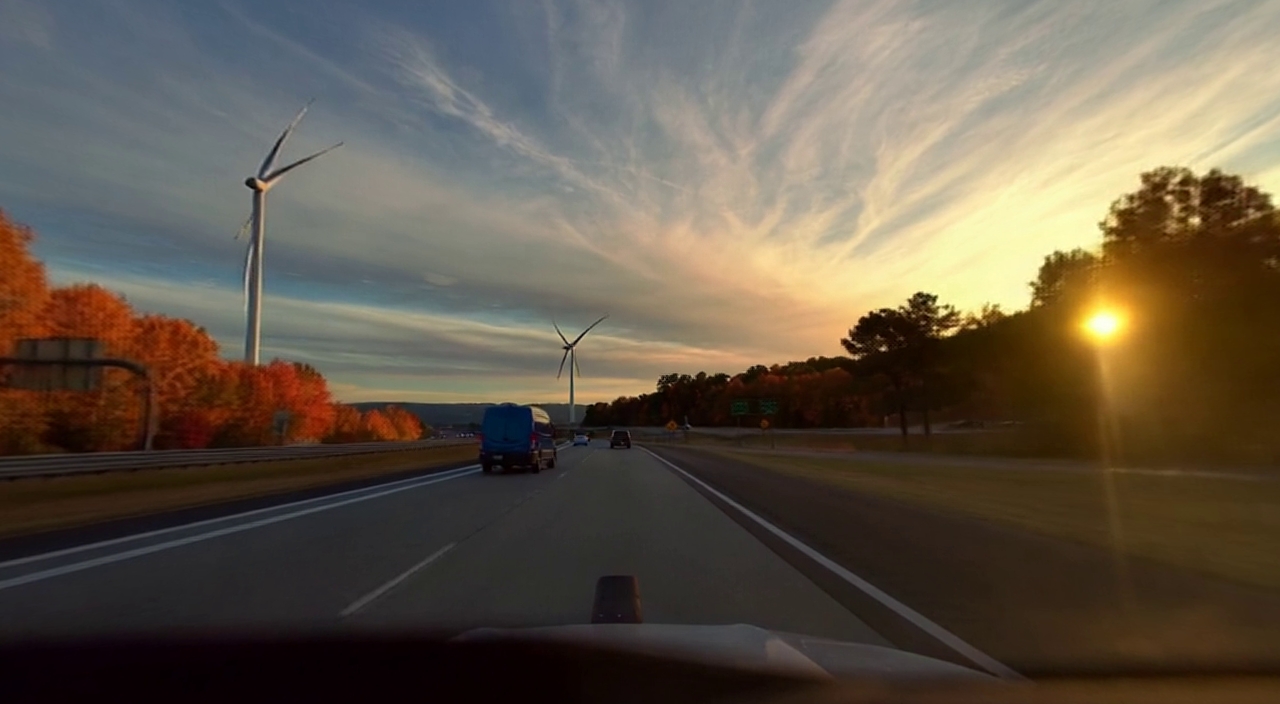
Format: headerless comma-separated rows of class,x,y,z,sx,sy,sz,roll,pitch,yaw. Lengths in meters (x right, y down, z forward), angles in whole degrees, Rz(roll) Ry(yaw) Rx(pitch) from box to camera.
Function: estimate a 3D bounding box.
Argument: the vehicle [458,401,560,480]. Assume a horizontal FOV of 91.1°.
vehicle,-4.186,2.938,21.091,2.303,2.323,5.089,0,-8,0
